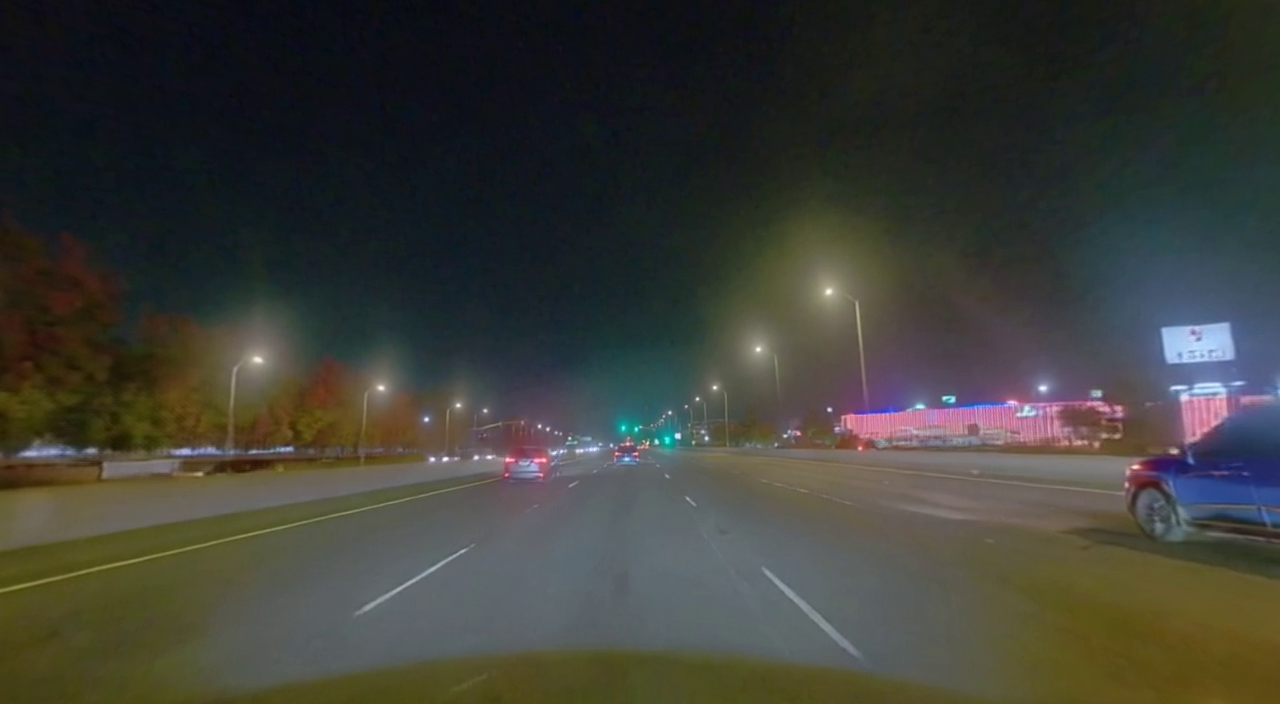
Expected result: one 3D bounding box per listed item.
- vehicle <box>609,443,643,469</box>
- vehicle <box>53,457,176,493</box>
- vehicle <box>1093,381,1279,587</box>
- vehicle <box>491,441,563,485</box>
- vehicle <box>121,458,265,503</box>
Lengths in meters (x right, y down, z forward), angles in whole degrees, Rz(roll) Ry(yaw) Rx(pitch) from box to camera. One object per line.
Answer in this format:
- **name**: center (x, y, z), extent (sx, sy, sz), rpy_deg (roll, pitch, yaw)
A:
- **vehicle**: center (-0.853, 6.420, 39.349), extent (1.997, 1.485, 4.094), rpy_deg (-1, -8, -1)
- **vehicle**: center (-32.347, 7.558, 39.228), extent (2.435, 1.928, 5.963), rpy_deg (-1, -8, 0)
- **vehicle**: center (6.646, 1.122, 5.361), extent (2.028, 1.801, 4.741), rpy_deg (-1, -8, 0)
- **vehicle**: center (-4.165, 4.165, 24.094), extent (1.886, 1.465, 4.625), rpy_deg (-1, -8, 0)
- **vehicle**: center (-17.739, 5.091, 25.497), extent (2.012, 1.481, 5.231), rpy_deg (-1, -8, -1)
